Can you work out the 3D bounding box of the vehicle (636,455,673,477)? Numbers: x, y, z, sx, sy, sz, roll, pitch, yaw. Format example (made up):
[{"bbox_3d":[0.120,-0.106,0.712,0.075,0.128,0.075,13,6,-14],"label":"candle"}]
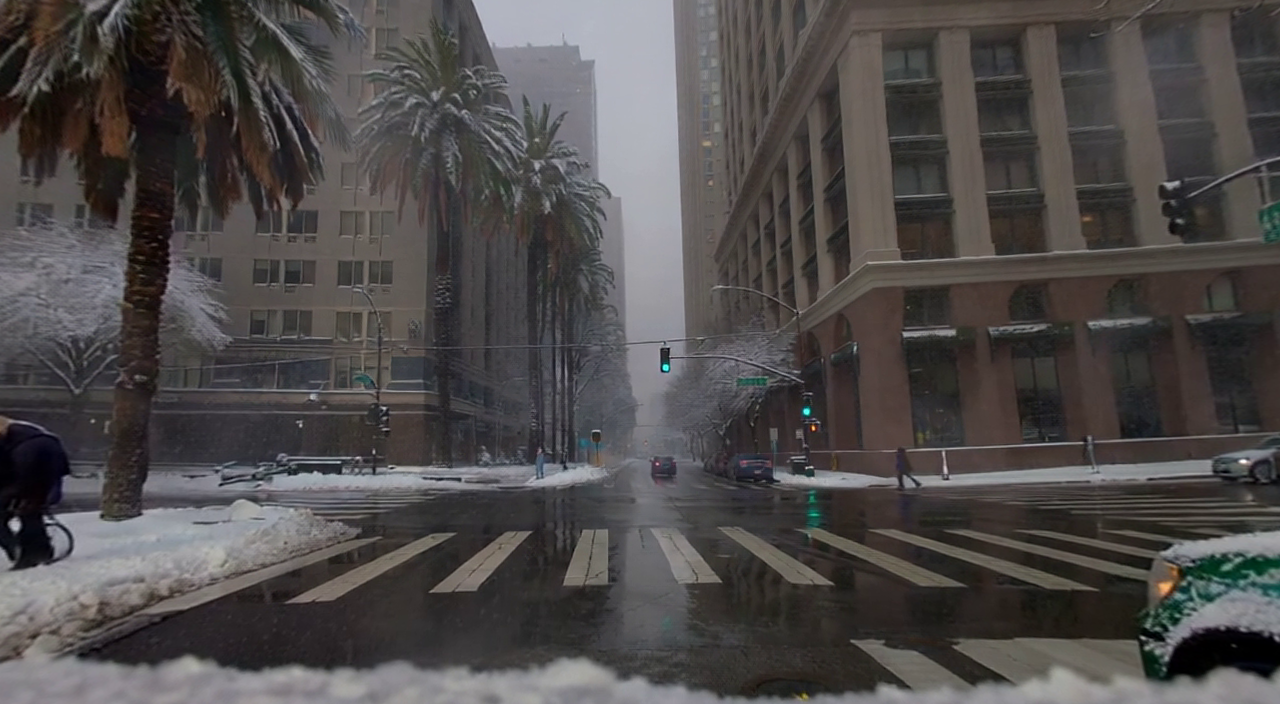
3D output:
[{"bbox_3d":[1.042,8.629,47.949,2.000,1.525,4.273,1,-9,-10],"label":"vehicle"}]

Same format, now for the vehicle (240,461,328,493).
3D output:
[{"bbox_3d":[-19.910,6.986,35.651,2.069,1.540,4.774,0,-8,2],"label":"vehicle"}]

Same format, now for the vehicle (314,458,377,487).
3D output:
[{"bbox_3d":[-20.173,8.264,43.491,2.043,1.745,4.420,-1,-9,2],"label":"vehicle"}]

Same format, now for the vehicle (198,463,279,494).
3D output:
[{"bbox_3d":[-23.226,7.311,36.737,2.061,1.534,4.138,0,-8,-2],"label":"vehicle"}]
